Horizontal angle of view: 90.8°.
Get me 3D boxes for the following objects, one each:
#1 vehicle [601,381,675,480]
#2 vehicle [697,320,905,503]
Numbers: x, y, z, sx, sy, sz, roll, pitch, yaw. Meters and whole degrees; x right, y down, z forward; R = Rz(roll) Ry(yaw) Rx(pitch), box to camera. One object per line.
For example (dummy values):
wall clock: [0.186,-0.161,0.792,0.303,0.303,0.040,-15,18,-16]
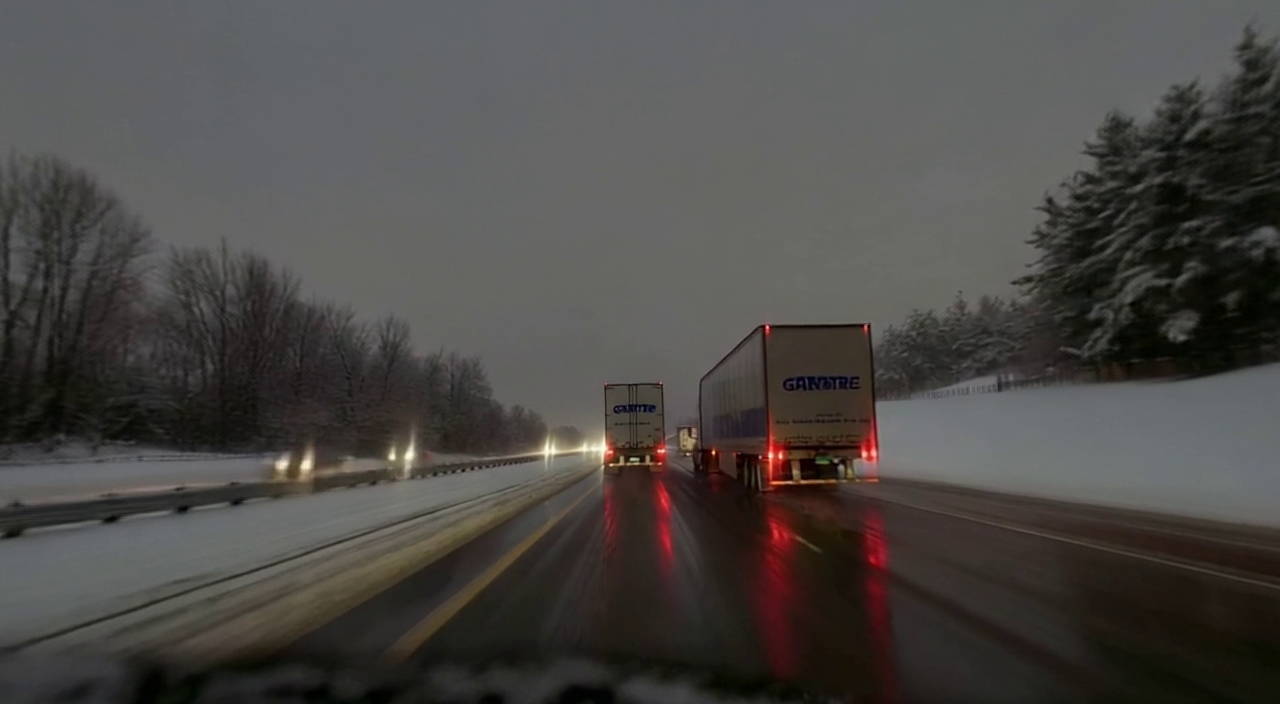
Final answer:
vehicle: [-0.095,3.782,29.404,2.864,3.805,9.709,0,-9,0]
vehicle: [4.243,2.383,21.411,3.044,4.128,14.482,0,-9,-1]
